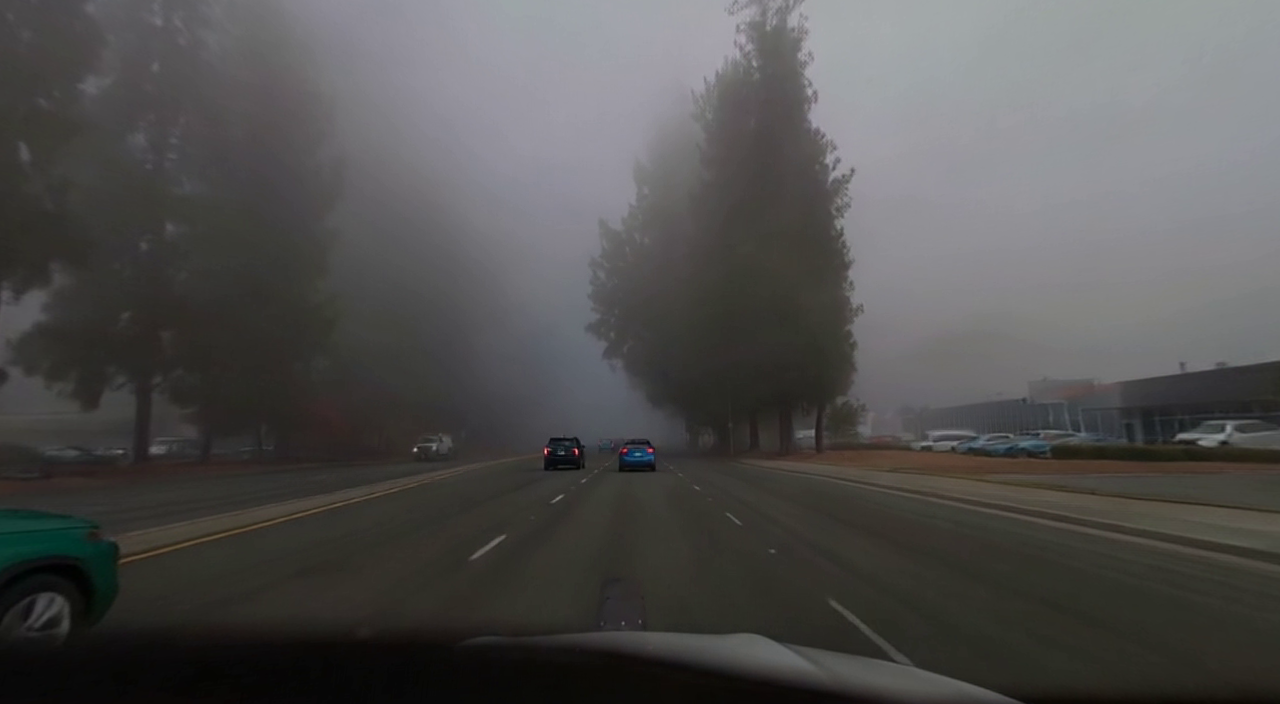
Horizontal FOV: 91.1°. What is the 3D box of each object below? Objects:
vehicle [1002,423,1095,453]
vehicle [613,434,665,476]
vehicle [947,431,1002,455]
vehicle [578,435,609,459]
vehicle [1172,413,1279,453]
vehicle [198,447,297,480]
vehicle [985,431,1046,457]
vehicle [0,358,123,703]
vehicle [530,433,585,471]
[{"bbox_3d":[24.195,5.177,37.424,2.079,1.656,4.564,1,-10,-8],"label":"vehicle"},{"bbox_3d":[-0.051,4.354,26.810,2.042,1.641,4.187,0,-8,0],"label":"vehicle"},{"bbox_3d":[19.927,5.440,37.549,1.466,1.357,3.288,0,-8,0],"label":"vehicle"},{"bbox_3d":[-3.602,7.465,49.315,2.047,1.810,4.414,0,-8,1],"label":"vehicle"},{"bbox_3d":[30.256,4.033,31.189,5.405,1.896,2.219,0,-8,3],"label":"vehicle"},{"bbox_3d":[-19.637,5.563,31.669,2.039,1.497,4.561,0,-8,0],"label":"vehicle"},{"bbox_3d":[22.356,5.463,37.469,1.487,1.361,3.317,-1,-6,-1],"label":"vehicle"},{"bbox_3d":[-3.733,0.627,1.101,2.070,1.641,4.152,0,-8,0],"label":"vehicle"},{"bbox_3d":[-3.980,4.916,30.975,2.113,1.713,4.422,0,-8,0],"label":"vehicle"}]
